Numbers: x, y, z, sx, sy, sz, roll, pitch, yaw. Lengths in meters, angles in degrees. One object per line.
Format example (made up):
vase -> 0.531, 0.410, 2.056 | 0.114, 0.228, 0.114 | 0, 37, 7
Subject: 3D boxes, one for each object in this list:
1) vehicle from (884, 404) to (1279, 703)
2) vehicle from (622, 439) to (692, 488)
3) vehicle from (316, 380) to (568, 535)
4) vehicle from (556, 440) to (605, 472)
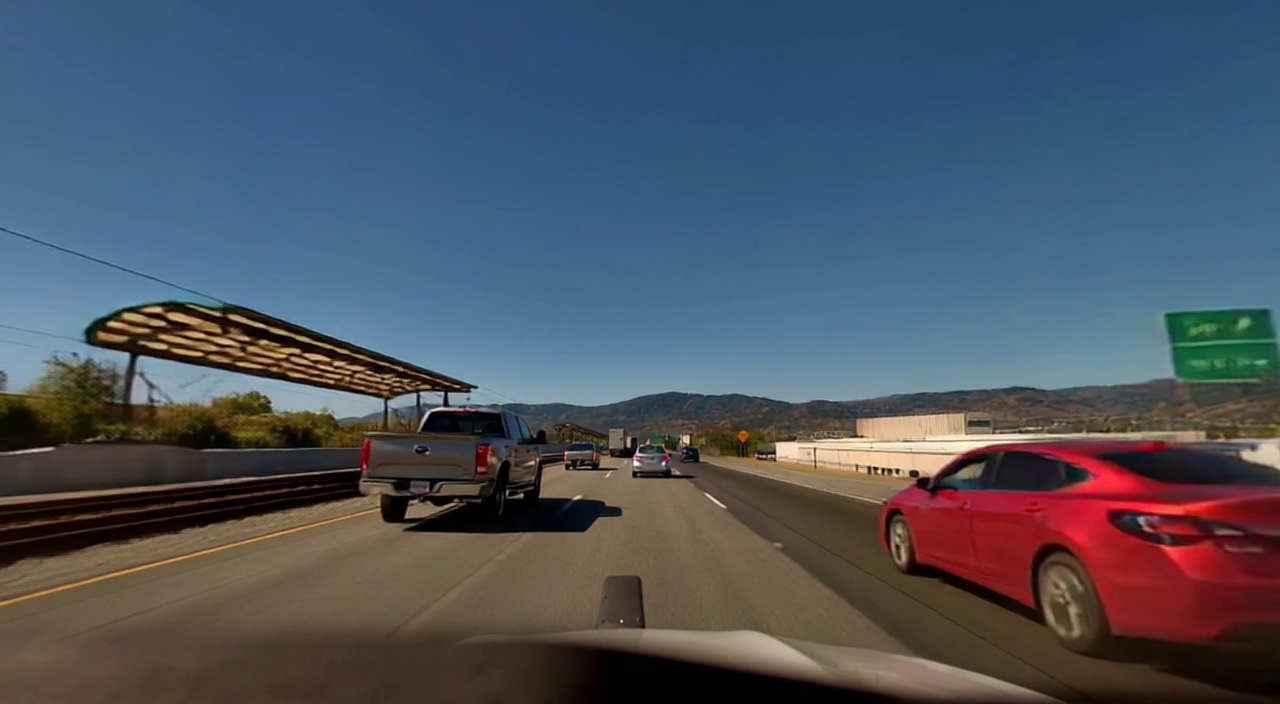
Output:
vehicle -> 3.707, 1.252, 4.460 | 2.023, 1.510, 4.773 | 0, -8, 0
vehicle -> 0.516, 3.783, 21.723 | 2.171, 1.493, 4.081 | 0, -8, 0
vehicle -> -3.247, 2.018, 12.569 | 2.733, 2.230, 6.820 | 0, -8, 1
vehicle -> -3.135, 5.621, 34.340 | 2.151, 1.613, 4.786 | 0, -8, 1
